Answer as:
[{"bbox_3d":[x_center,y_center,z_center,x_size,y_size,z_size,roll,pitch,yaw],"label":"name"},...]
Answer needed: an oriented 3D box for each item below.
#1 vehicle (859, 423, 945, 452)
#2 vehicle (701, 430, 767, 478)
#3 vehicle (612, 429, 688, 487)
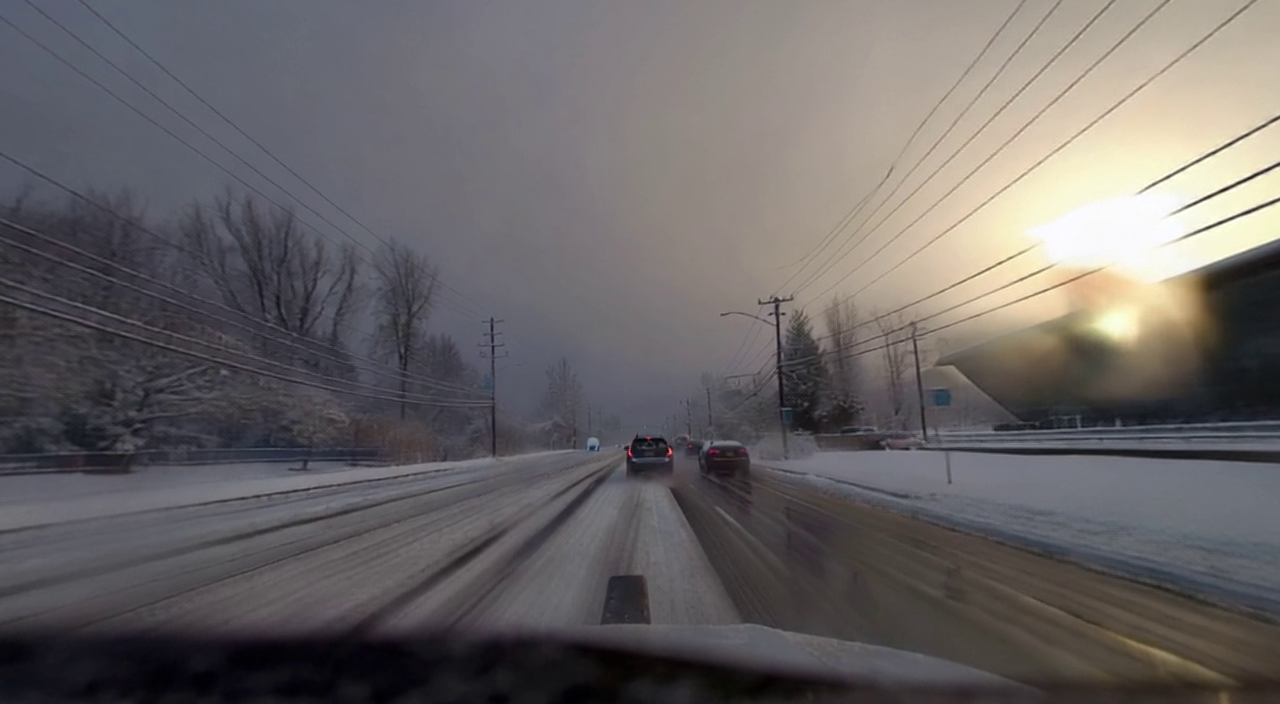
[{"bbox_3d":[16.019,5.273,38.759,4.366,1.701,1.965,0,-8,-1],"label":"vehicle"},{"bbox_3d":[3.566,3.951,24.689,1.914,1.698,4.049,0,-8,0],"label":"vehicle"},{"bbox_3d":[0.293,3.379,20.369,2.200,1.653,4.127,0,-8,0],"label":"vehicle"}]
